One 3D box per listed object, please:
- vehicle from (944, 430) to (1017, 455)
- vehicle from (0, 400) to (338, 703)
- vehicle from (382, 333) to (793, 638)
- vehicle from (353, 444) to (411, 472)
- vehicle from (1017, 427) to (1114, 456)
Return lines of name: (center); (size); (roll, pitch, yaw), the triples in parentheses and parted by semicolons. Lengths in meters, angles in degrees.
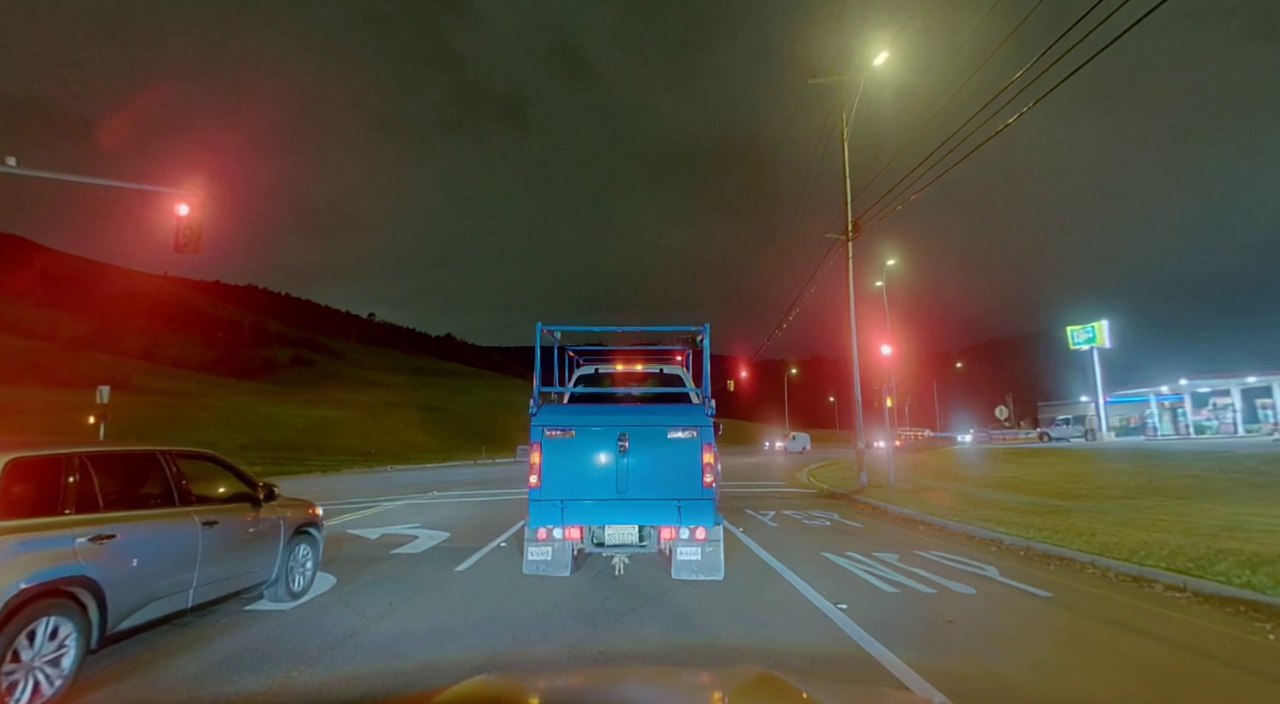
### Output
vehicle: (25.450, 6.772, 47.035); (5.021, 1.757, 2.012); (4, -9, -23)
vehicle: (-3.957, 1.191, 3.985); (2.017, 1.555, 4.150); (-1, -9, 0)
vehicle: (-0.418, 1.326, 7.211); (2.859, 2.144, 5.406); (0, -9, -1)
vehicle: (-17.099, 7.024, 41.922); (2.133, 1.690, 4.331); (0, -9, -3)
vehicle: (25.582, 5.405, 37.919); (4.419, 1.496, 1.854); (-2, -9, 1)
